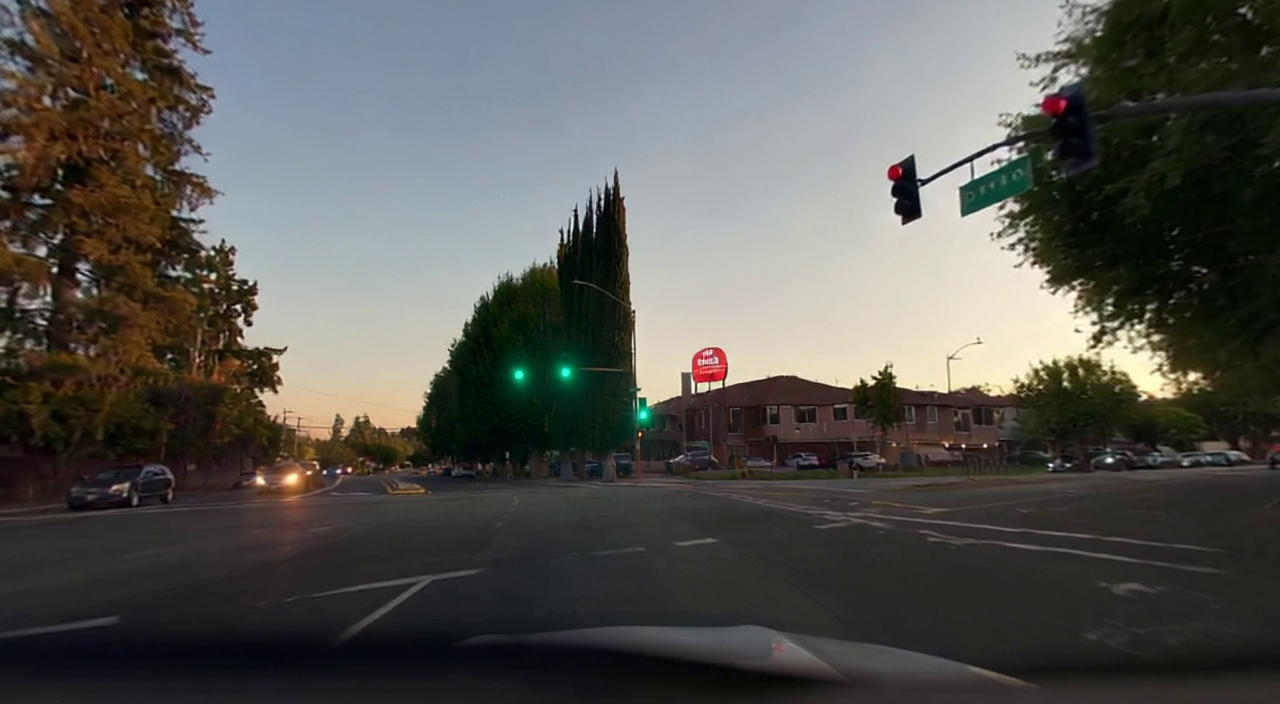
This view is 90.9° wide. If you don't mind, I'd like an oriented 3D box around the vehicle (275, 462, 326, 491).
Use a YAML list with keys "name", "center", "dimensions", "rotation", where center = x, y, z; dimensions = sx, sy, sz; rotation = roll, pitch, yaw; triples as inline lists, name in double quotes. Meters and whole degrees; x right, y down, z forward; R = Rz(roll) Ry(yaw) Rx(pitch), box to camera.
- name: "vehicle"
  center: [-20.402, 7.483, 38.068]
  dimensions: [1.961, 1.492, 4.702]
  rotation: [3, -9, -20]

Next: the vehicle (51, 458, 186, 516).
- name: "vehicle"
  center: [-19.236, 4.935, 23.578]
  dimensions: [2.124, 1.793, 4.709]
  rotation: [3, -9, -17]

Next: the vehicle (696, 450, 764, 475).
- name: "vehicle"
  center: [6.498, 7.943, 45.399]
  dimensions: [4.375, 1.685, 2.045]
  rotation: [4, -9, -24]

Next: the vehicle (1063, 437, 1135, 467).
- name: "vehicle"
  center: [30.251, 6.546, 41.481]
  dimensions: [4.781, 1.849, 2.355]
  rotation: [6, -11, -36]

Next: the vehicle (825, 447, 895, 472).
- name: "vehicle"
  center: [15.741, 7.657, 45.069]
  dimensions: [4.530, 1.696, 1.979]
  rotation: [4, -10, -26]

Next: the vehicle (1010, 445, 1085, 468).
- name: "vehicle"
  center: [32.095, 8.181, 49.673]
  dimensions: [2.100, 1.740, 4.454]
  rotation: [8, -12, -42]

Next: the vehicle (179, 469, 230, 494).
- name: "vehicle"
  center: [-30.808, 9.134, 44.757]
  dimensions: [1.842, 1.474, 4.712]
  rotation: [3, -9, -21]

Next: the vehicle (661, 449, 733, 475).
- name: "vehicle"
  center: [4.344, 8.289, 47.770]
  dimensions: [5.314, 1.829, 2.018]
  rotation: [6, -10, -33]
